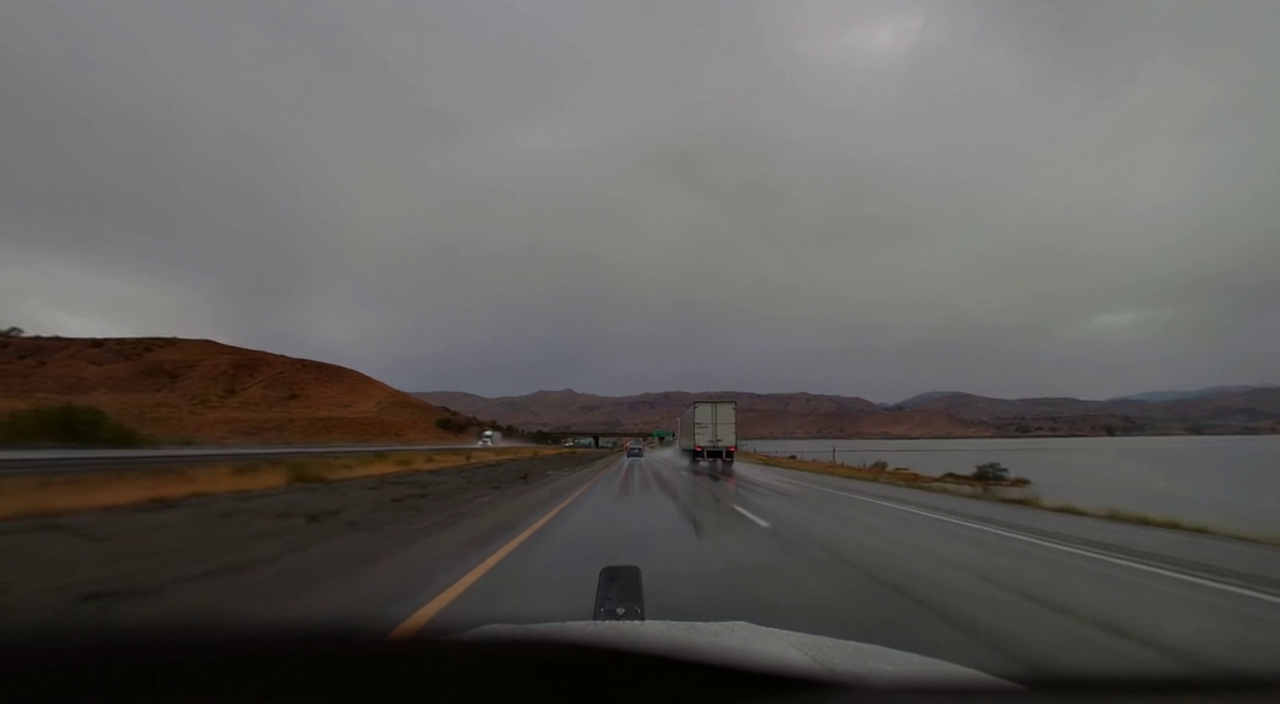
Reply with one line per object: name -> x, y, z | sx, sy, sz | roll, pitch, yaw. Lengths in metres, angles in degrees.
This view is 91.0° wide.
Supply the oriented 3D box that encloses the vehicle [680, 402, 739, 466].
vehicle -> 4.808, 6.212, 46.566 | 3.035, 4.005, 13.454 | 0, -9, 1
